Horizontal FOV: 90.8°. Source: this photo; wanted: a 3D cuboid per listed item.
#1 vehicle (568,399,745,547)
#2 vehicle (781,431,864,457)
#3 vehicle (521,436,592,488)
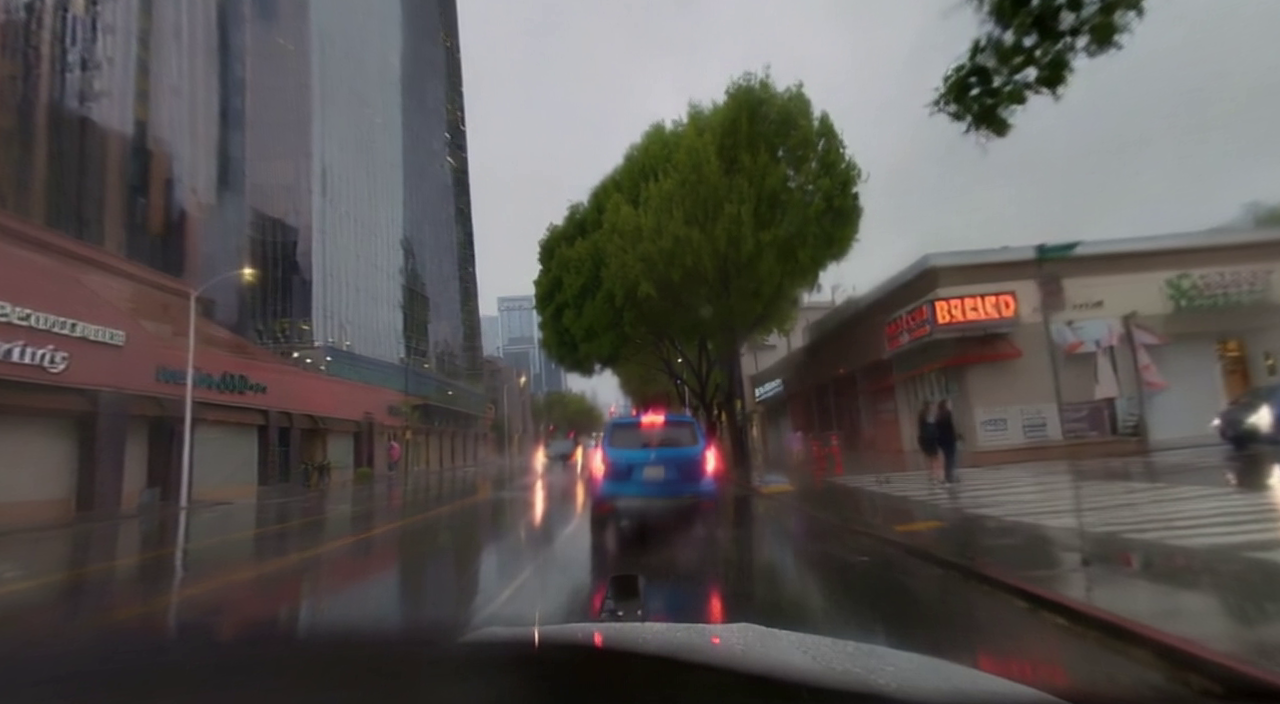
[{"bbox_3d":[0.198,1.967,10.883,2.352,1.953,4.796,0,-8,-1],"label":"vehicle"},{"bbox_3d":[10.825,5.492,37.738,4.426,1.490,1.862,-1,-8,3],"label":"vehicle"},{"bbox_3d":[-2.930,3.950,23.100,2.023,1.702,4.152,0,-8,0],"label":"vehicle"}]
